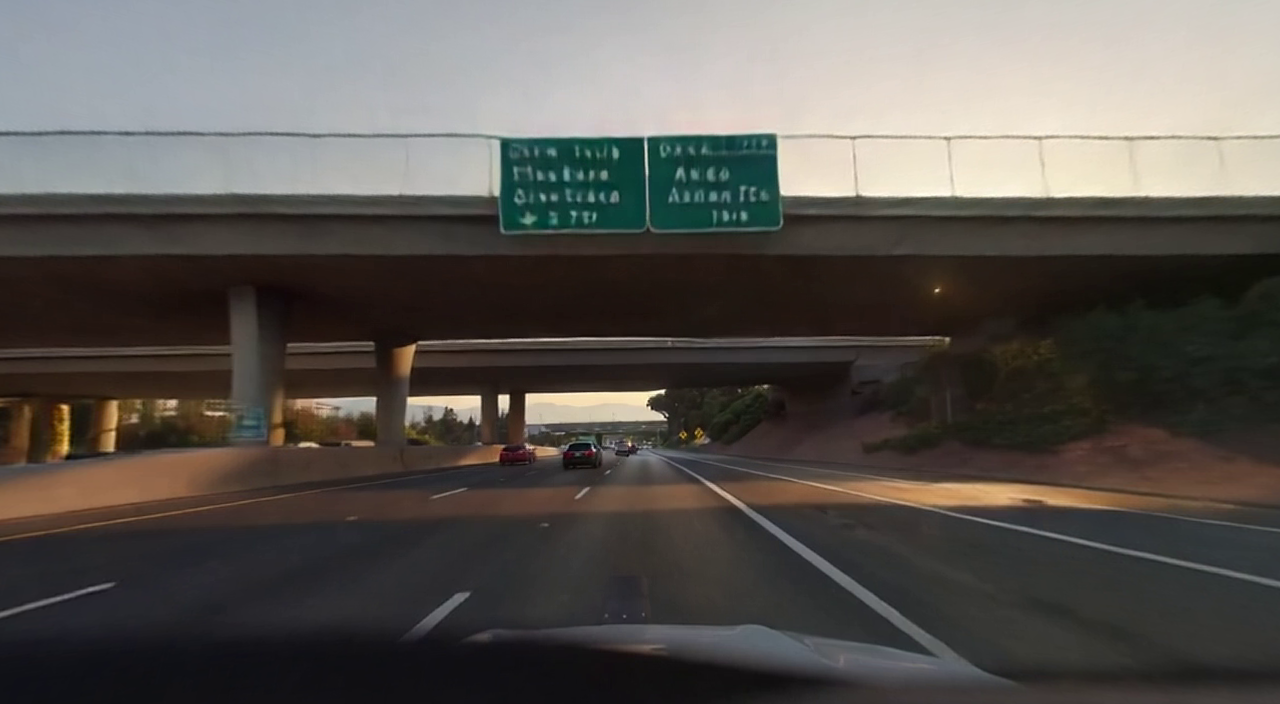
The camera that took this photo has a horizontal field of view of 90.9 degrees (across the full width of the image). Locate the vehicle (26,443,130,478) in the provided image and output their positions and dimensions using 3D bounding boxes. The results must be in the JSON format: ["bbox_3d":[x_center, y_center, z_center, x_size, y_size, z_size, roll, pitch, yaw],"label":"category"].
[{"bbox_3d":[-24.759,4.753,27.935,1.488,1.388,3.392,-1,-8,0],"label":"vehicle"}]

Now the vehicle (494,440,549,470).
[{"bbox_3d":[-6.534,5.734,35.342,2.069,1.551,4.830,-1,-8,1],"label":"vehicle"}]

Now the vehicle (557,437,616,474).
[{"bbox_3d":[-2.478,4.971,30.529,2.210,1.628,4.586,-1,-8,3],"label":"vehicle"}]
